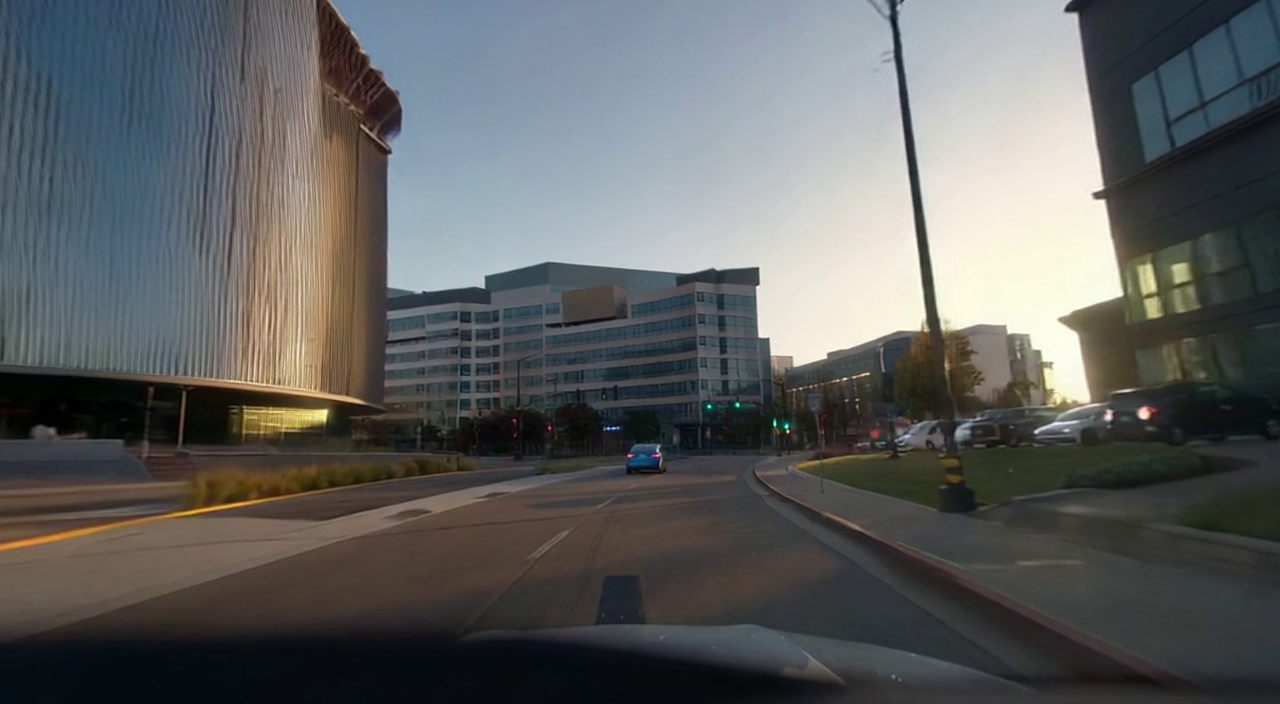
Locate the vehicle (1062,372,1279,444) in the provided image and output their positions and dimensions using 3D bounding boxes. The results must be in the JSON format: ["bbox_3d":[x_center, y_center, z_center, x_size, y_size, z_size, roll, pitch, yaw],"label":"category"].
[{"bbox_3d":[14.071,1.505,16.393,4.586,1.716,1.992,-1,-9,3],"label":"vehicle"}]

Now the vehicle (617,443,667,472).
[{"bbox_3d":[0.206,5.742,34.509,1.971,1.486,4.380,-2,-9,11],"label":"vehicle"}]
